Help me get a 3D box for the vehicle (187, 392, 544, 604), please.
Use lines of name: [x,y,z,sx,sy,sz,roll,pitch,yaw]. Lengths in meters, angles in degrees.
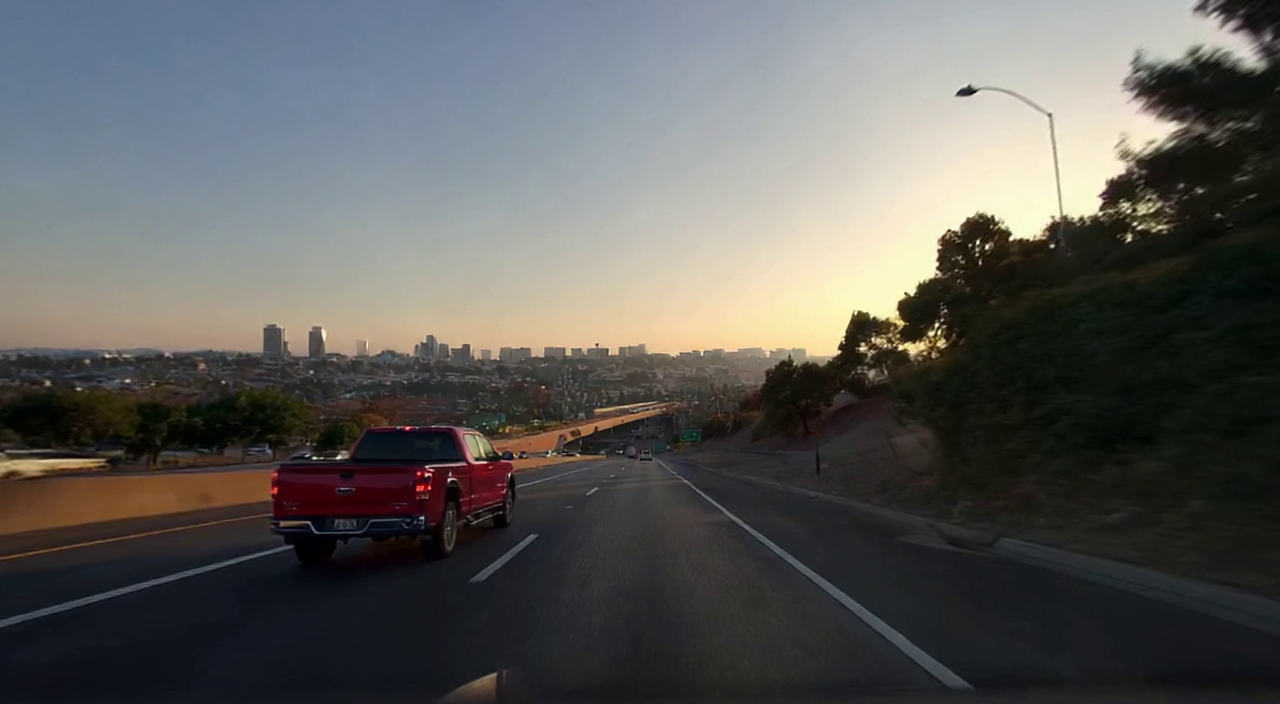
vehicle: [-2.949,1.756,8.650,2.350,1.932,5.562,0,-8,0]
